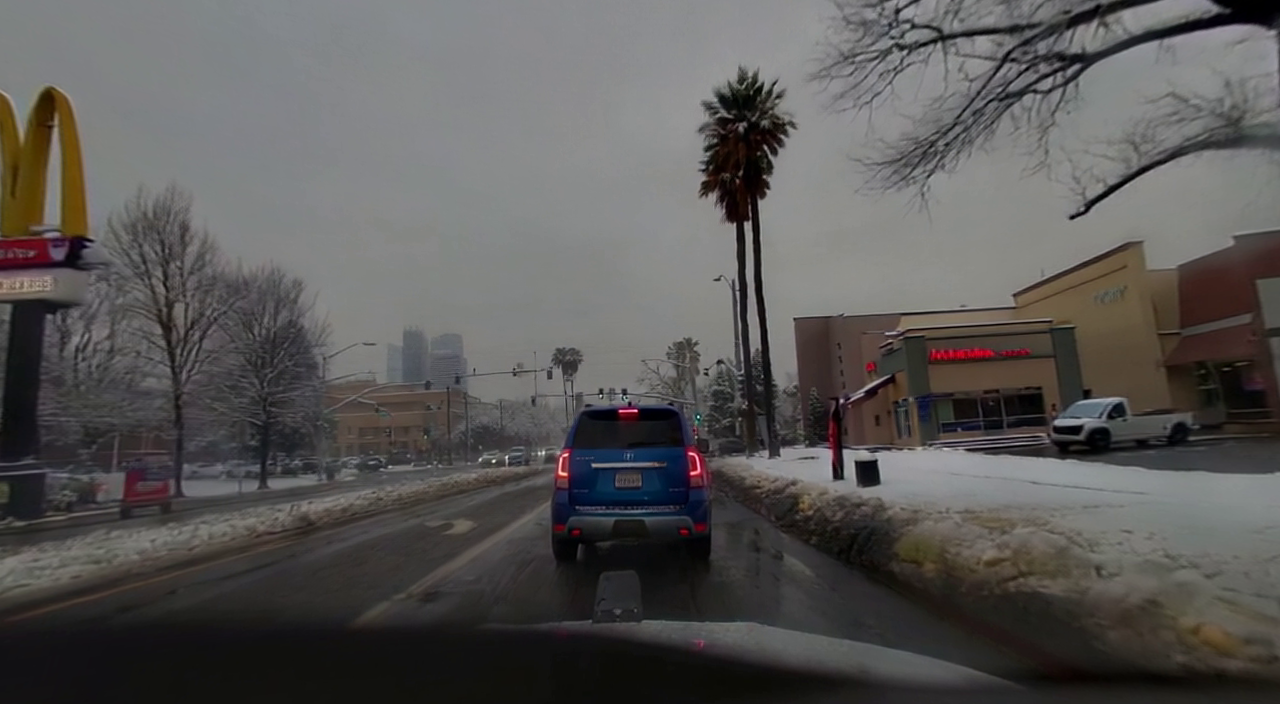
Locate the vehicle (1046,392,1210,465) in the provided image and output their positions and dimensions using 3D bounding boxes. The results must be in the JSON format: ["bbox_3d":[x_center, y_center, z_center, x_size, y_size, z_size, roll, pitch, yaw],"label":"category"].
[{"bbox_3d":[16.096,2.584,20.718,6.060,2.047,2.490,6,-11,-36],"label":"vehicle"}]

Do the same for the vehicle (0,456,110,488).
[{"bbox_3d":[-28.408,5.581,29.512,5.154,1.343,1.943,4,-9,-25],"label":"vehicle"}]

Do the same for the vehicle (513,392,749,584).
[{"bbox_3d":[-0.132,1.581,8.029,2.234,1.818,3.869,0,-9,-1],"label":"vehicle"}]
